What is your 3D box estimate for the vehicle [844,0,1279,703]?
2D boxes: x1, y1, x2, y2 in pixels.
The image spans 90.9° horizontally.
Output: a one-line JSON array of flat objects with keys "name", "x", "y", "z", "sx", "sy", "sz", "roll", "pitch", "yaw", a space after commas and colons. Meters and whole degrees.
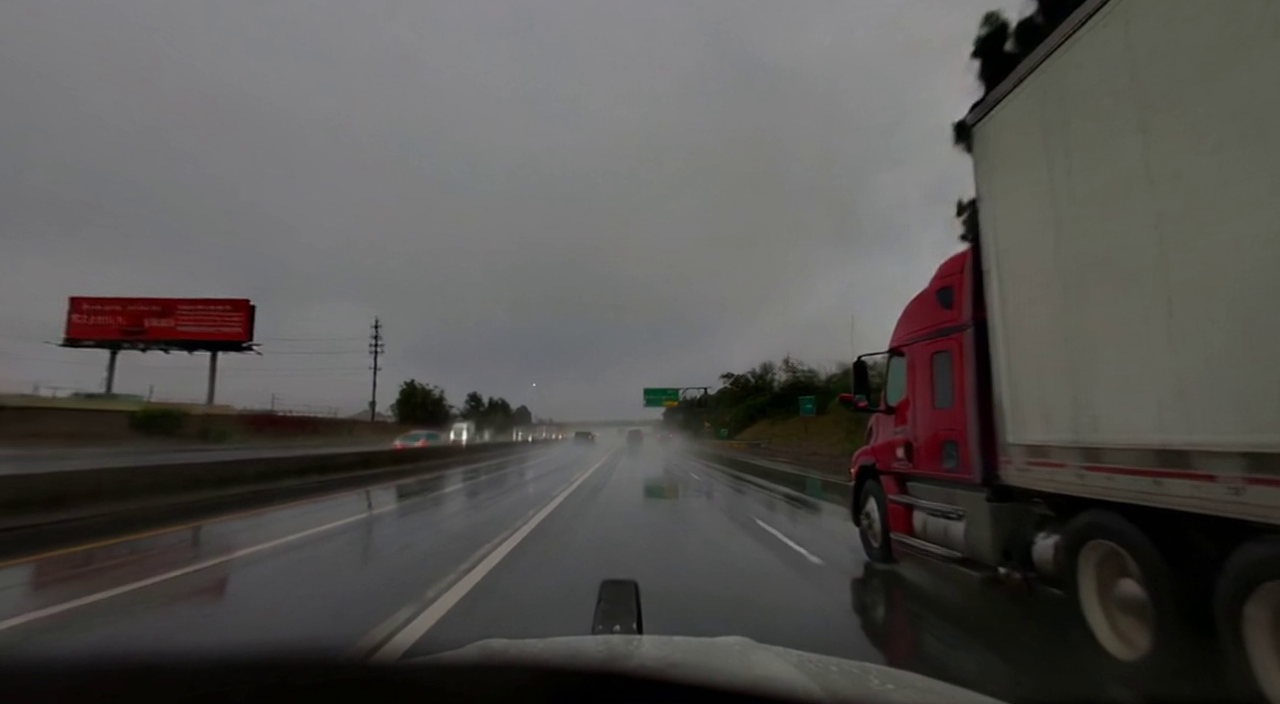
[{"name": "vehicle", "x": 3.761, "y": -0.055, "z": 3.564, "sx": 3.027, "sy": 3.796, "sz": 6.035, "roll": 0, "pitch": -8, "yaw": -1}]

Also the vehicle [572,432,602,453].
[{"name": "vehicle", "x": -3.909, "y": 6.709, "z": 46.773, "sx": 1.930, "sy": 1.484, "sz": 3.849, "roll": 0, "pitch": -8, "yaw": -1}]

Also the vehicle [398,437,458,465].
[{"name": "vehicle", "x": -12.285, "y": 5.737, "z": 36.753, "sx": 1.910, "sy": 1.478, "sz": 4.655, "roll": 0, "pitch": -8, "yaw": 0}]
